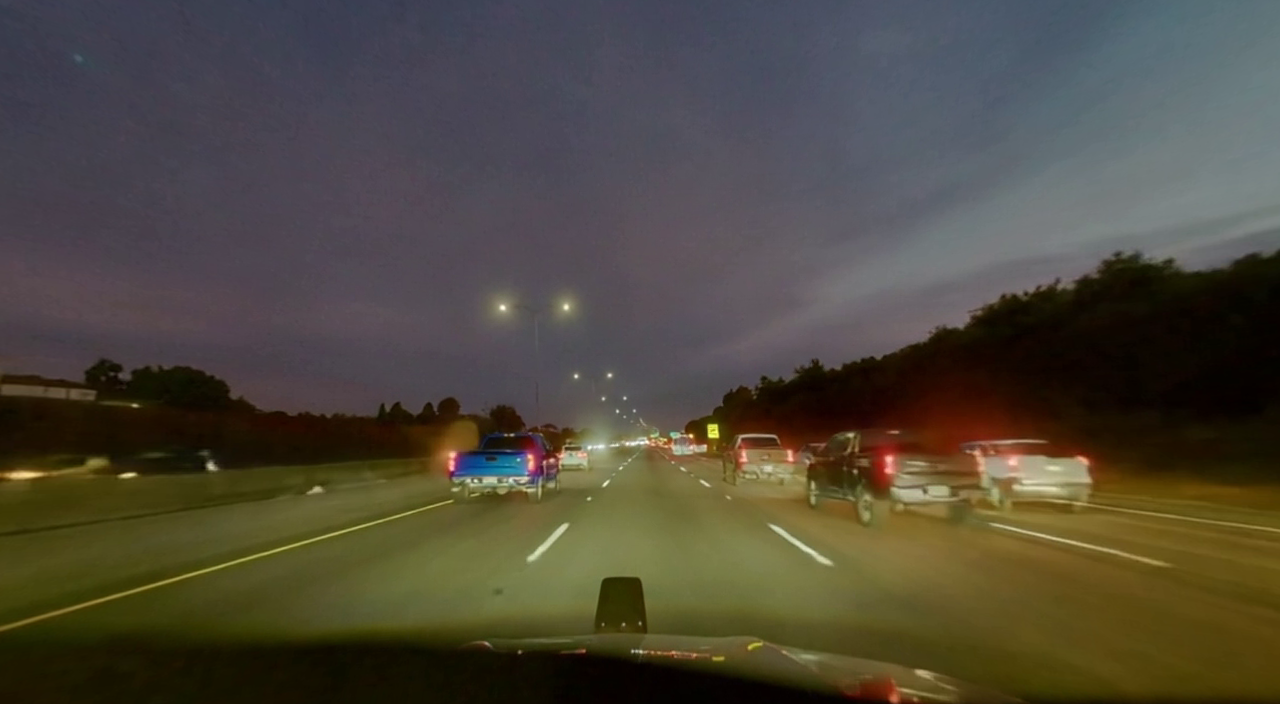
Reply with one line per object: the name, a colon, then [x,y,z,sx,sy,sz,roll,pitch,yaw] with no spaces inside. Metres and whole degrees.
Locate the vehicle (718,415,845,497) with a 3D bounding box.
vehicle: [3.906,3.024,18.713,2.395,2.017,5.709,0,-8,0]

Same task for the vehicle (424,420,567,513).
vehicle: [-3.064,2.566,14.595,2.139,1.764,4.707,-1,-8,1]

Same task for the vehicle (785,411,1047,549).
vehicle: [3.976,1.931,10.274,2.023,1.670,4.869,0,-8,0]

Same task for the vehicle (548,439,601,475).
vehicle: [-3.155,5.146,31.316,1.974,1.589,5.047,-1,-8,1]

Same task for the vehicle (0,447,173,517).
vehicle: [-15.973,3.545,17.824,1.947,1.648,4.637,-1,-8,1]

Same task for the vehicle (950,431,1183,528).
vehicle: [7.405,2.207,11.465,1.682,1.455,3.630,-1,-8,0]
